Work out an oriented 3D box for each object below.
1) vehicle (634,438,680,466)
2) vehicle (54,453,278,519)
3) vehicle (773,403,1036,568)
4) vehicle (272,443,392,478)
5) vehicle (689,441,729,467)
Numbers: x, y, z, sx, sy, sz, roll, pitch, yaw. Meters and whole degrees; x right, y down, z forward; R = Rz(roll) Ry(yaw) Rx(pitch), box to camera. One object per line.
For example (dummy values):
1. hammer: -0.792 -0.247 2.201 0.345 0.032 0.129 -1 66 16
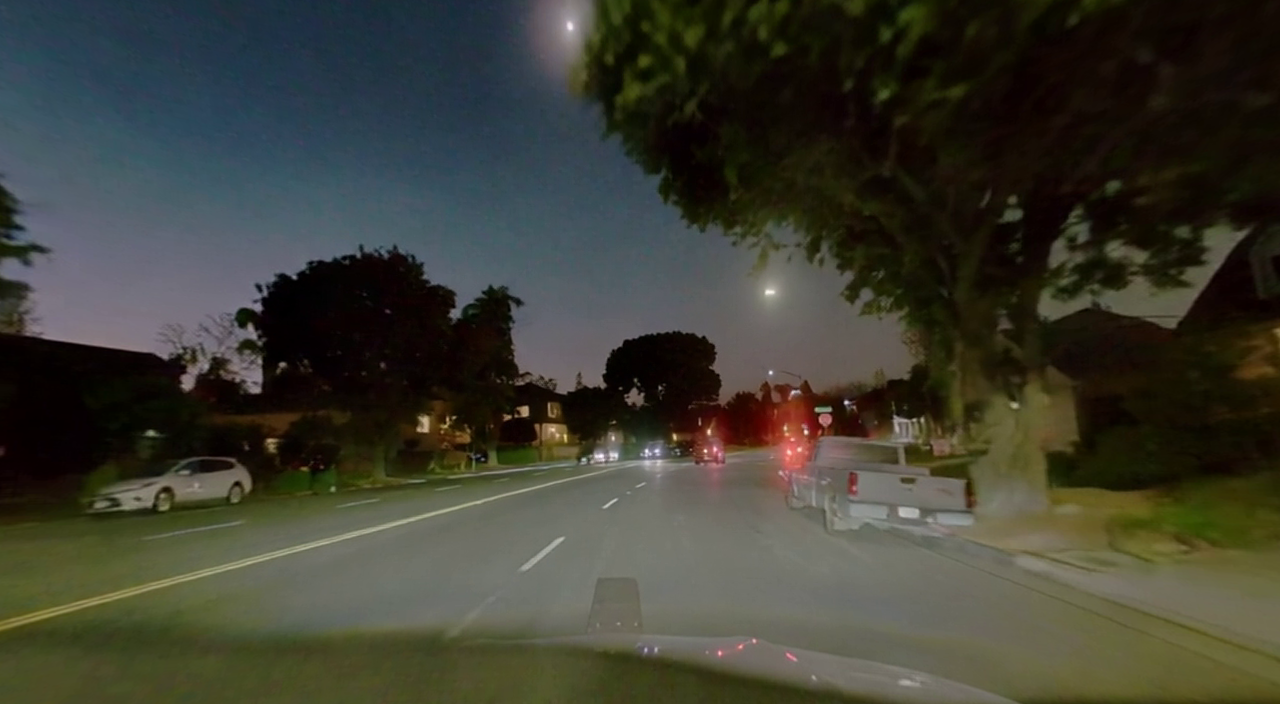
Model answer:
1. vehicle: 1.188 6.397 40.555 2.178 1.695 4.339 -2 -9 12
2. vehicle: -12.842 3.643 17.633 2.118 1.496 5.030 -3 -10 5
3. vehicle: 3.914 2.092 10.844 2.516 2.019 5.790 -1 -8 6
4. vehicle: -16.218 5.722 33.354 5.177 1.779 2.199 0 -8 3
5. vehicle: 4.287 6.201 38.466 1.955 1.459 4.383 -2 -9 12
